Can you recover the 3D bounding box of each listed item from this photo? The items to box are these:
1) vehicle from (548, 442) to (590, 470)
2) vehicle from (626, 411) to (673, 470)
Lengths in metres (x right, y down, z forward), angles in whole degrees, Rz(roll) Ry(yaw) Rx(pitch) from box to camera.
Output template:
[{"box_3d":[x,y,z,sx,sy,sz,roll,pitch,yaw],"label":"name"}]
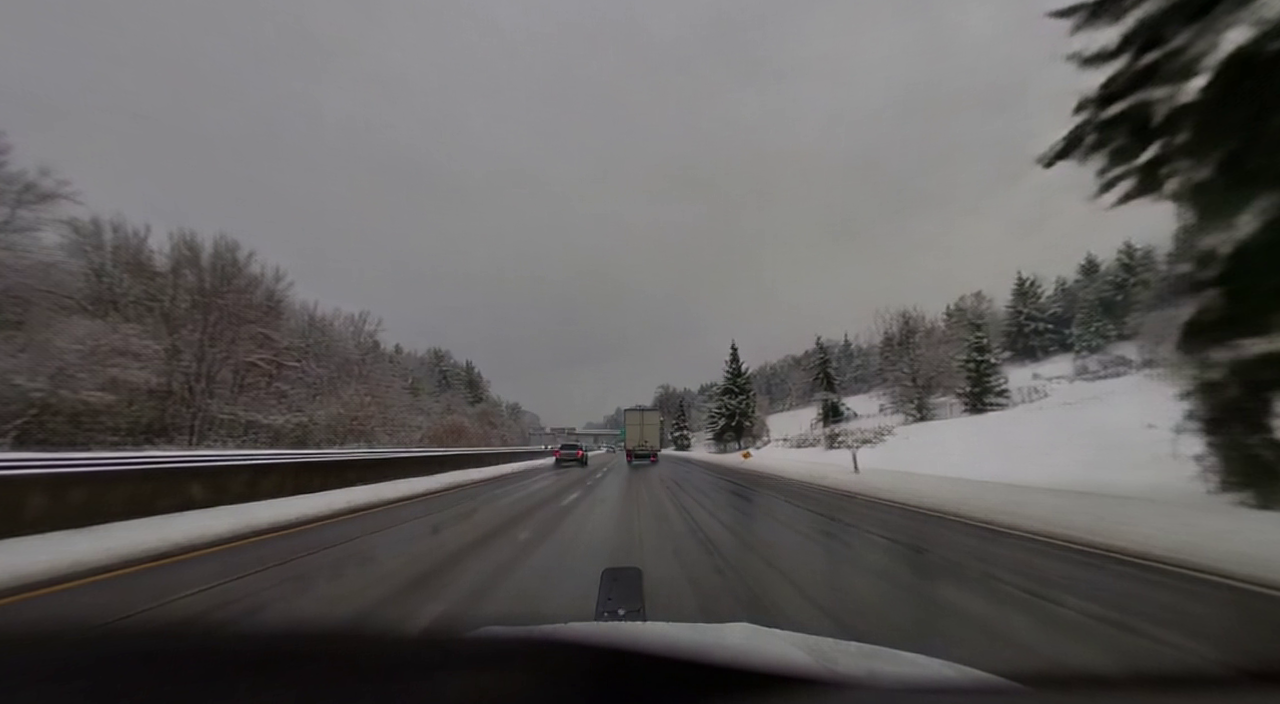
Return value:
[{"box_3d":[-4.333,6.439,39.119,2.079,1.656,3.965,0,-9,0],"label":"vehicle"},{"box_3d":[0.499,6.189,43.597,2.893,3.628,9.081,0,-9,-1],"label":"vehicle"}]
